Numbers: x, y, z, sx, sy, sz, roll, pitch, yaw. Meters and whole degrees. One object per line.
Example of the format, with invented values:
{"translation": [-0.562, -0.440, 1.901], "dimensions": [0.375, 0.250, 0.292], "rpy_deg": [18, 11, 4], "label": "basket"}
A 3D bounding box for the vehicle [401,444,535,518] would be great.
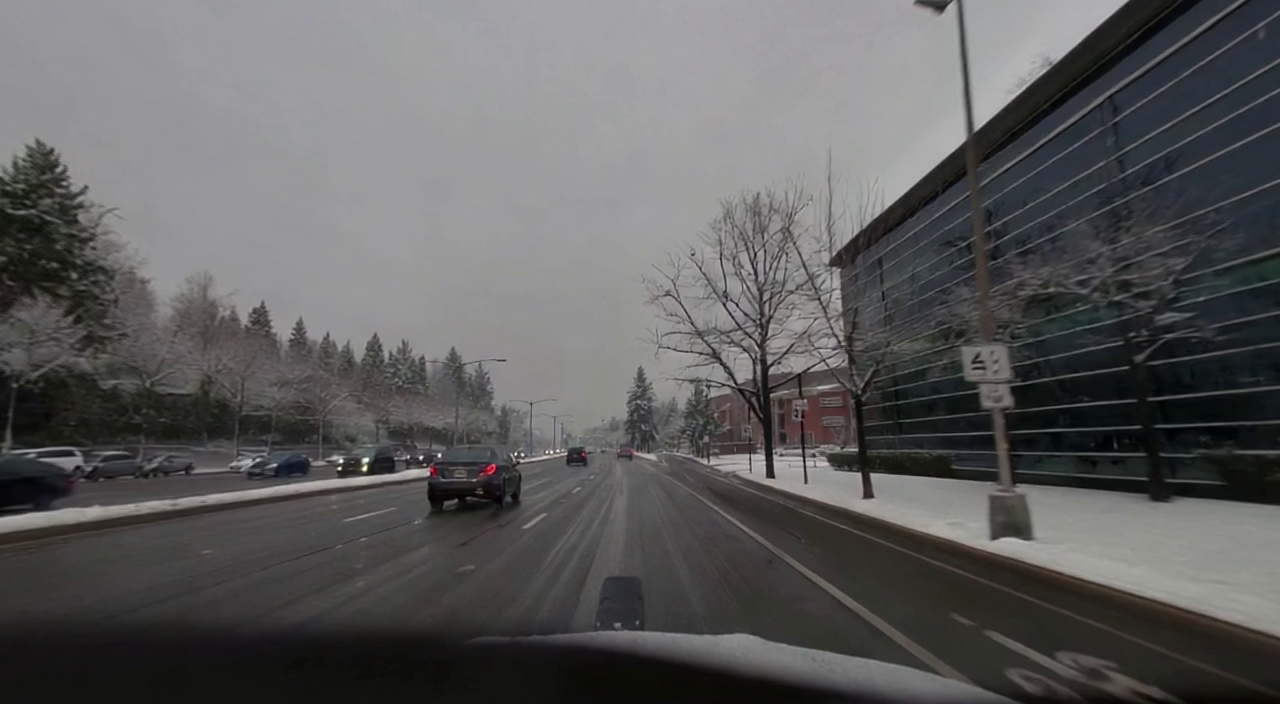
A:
{"translation": [-3.848, 2.932, 15.001], "dimensions": [2.025, 1.474, 4.292], "rpy_deg": [0, -8, -1], "label": "vehicle"}

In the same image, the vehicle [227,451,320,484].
{"translation": [-19.822, 6.219, 34.453], "dimensions": [2.098, 1.590, 4.929], "rpy_deg": [0, -8, 0], "label": "vehicle"}

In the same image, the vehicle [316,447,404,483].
{"translation": [-13.240, 5.340, 30.249], "dimensions": [2.123, 1.585, 4.856], "rpy_deg": [0, -8, -2], "label": "vehicle"}

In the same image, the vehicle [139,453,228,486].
{"translation": [-27.088, 6.939, 37.704], "dimensions": [2.022, 1.764, 4.492], "rpy_deg": [-1, -8, -1], "label": "vehicle"}

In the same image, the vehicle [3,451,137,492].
{"translation": [-32.012, 6.680, 35.847], "dimensions": [2.226, 2.042, 5.984], "rpy_deg": [0, -9, -3], "label": "vehicle"}
